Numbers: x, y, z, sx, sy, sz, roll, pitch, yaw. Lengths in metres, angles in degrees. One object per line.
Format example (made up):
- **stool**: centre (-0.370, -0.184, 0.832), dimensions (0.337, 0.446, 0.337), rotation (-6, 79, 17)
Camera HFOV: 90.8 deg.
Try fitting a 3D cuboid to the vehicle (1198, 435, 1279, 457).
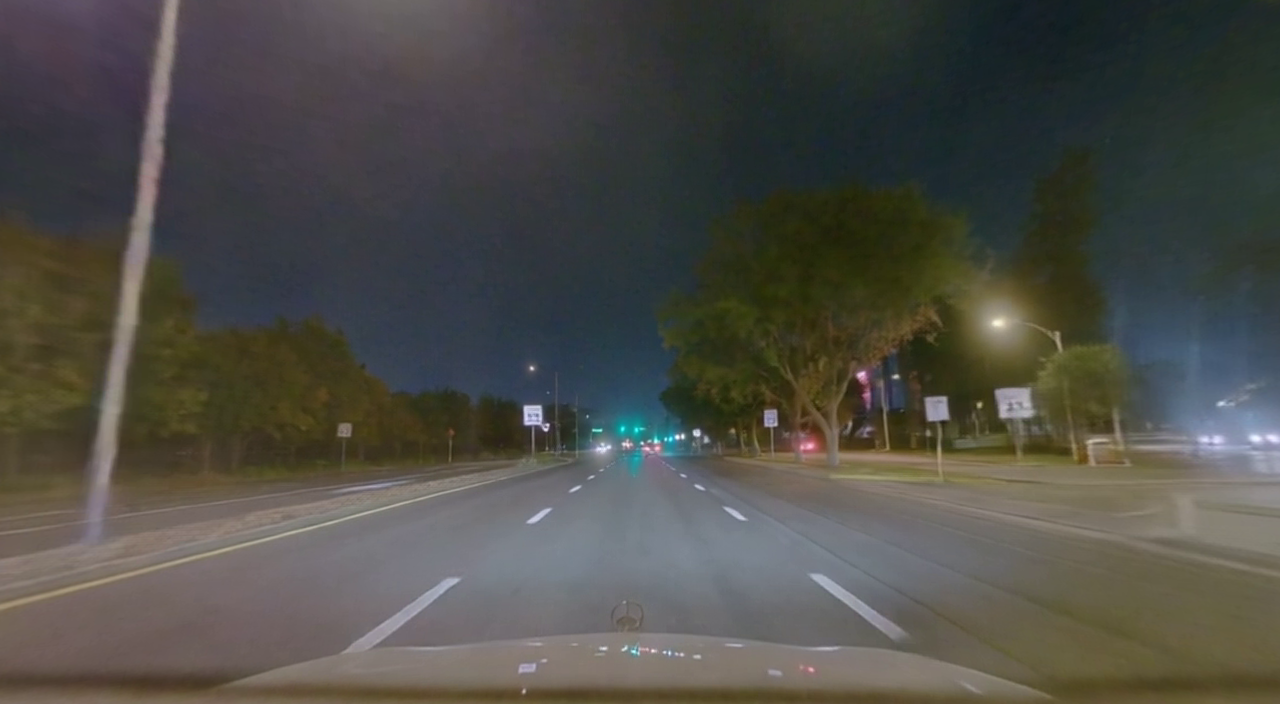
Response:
- **vehicle**: centre (46.373, 7.251, 48.644), dimensions (2.007, 1.486, 4.744), rotation (7, -13, -44)
